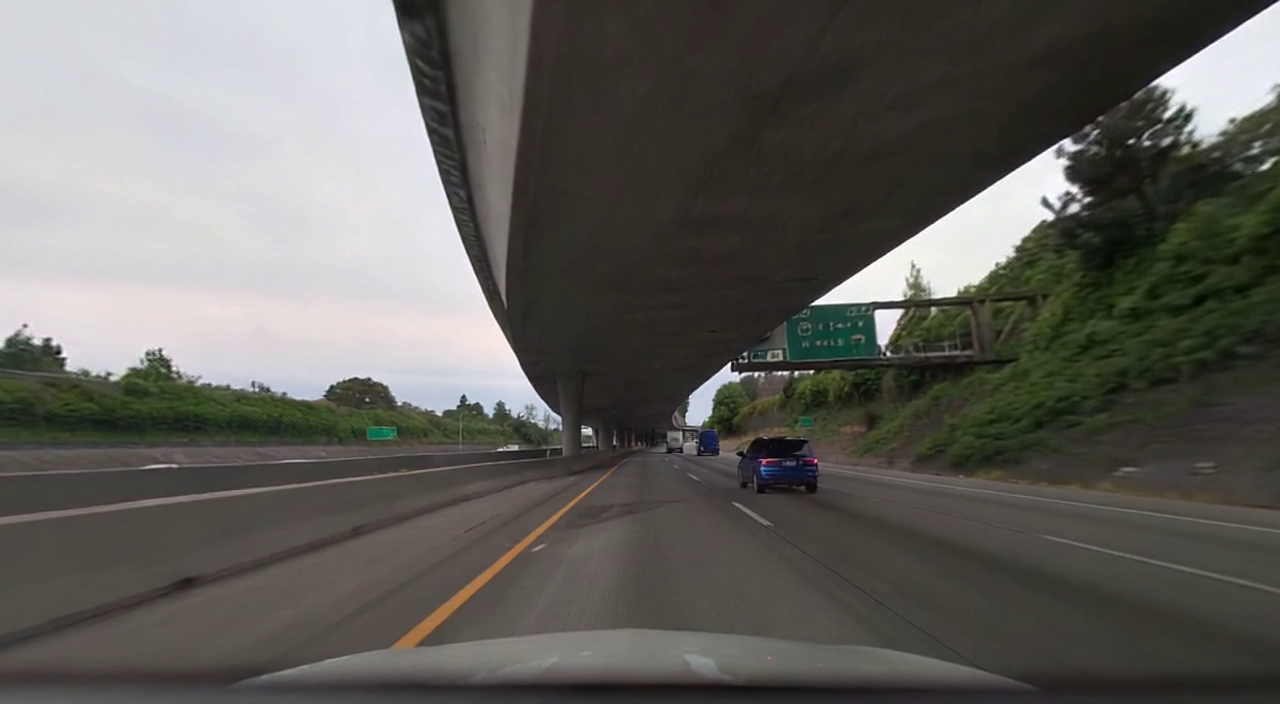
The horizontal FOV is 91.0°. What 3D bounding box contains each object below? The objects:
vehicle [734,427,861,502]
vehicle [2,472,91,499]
[{"bbox_3d":[3.938,2.903,16.641,2.148,1.691,4.443,0,-9,-1],"label":"vehicle"},{"bbox_3d":[-43.778,9.816,46.556,1.906,1.662,4.724,0,-9,1],"label":"vehicle"}]
